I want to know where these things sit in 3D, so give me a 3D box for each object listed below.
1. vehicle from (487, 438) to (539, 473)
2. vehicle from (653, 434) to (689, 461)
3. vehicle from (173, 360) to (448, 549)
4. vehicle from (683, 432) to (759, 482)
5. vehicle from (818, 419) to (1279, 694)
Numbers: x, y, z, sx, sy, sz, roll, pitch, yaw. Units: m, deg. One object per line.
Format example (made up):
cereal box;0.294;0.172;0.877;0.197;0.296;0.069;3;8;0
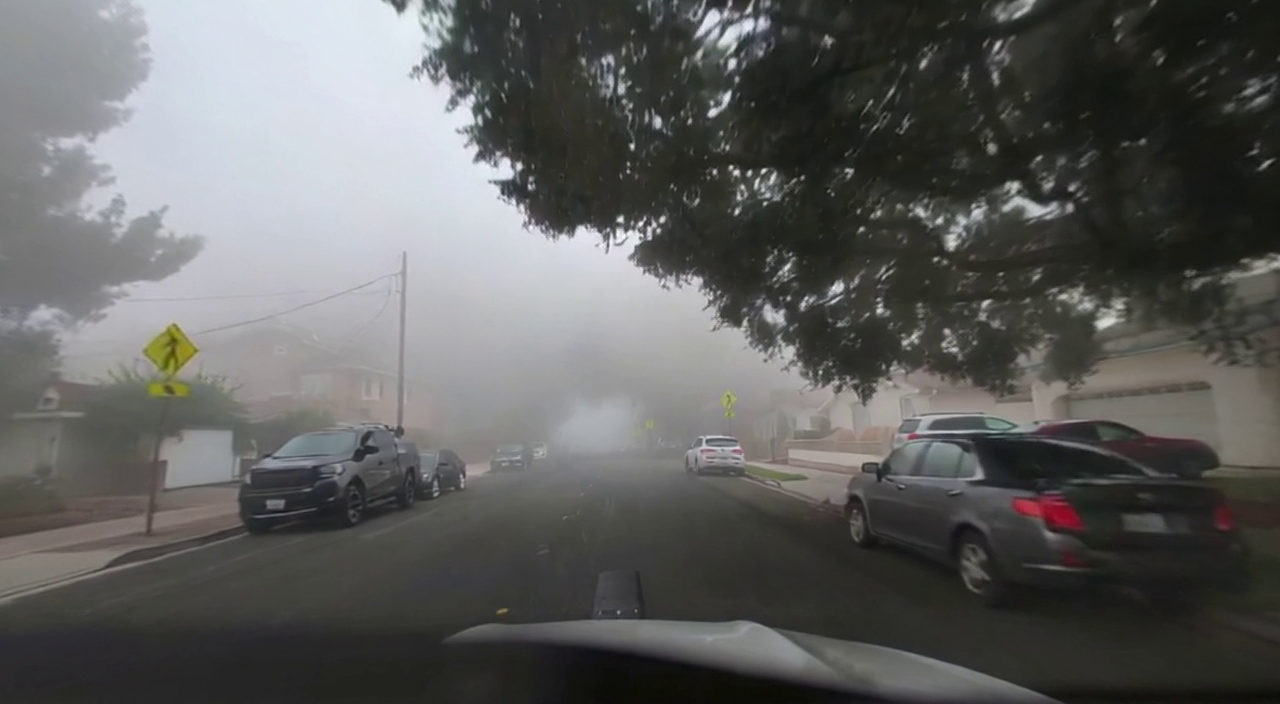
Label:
vehicle;-6.490;5.315;32.795;1.972;1.502;5.530;0;-7;-5
vehicle;1.968;6.244;41.270;1.997;1.663;4.544;-1;-8;-1
vehicle;-5.674;1.868;12.145;2.270;2.706;5.871;0;-8;-2
vehicle;2.782;3.722;22.841;1.875;1.568;4.899;0;-7;-3
vehicle;3.485;1.428;5.857;1.972;1.492;4.506;0;-7;-5
